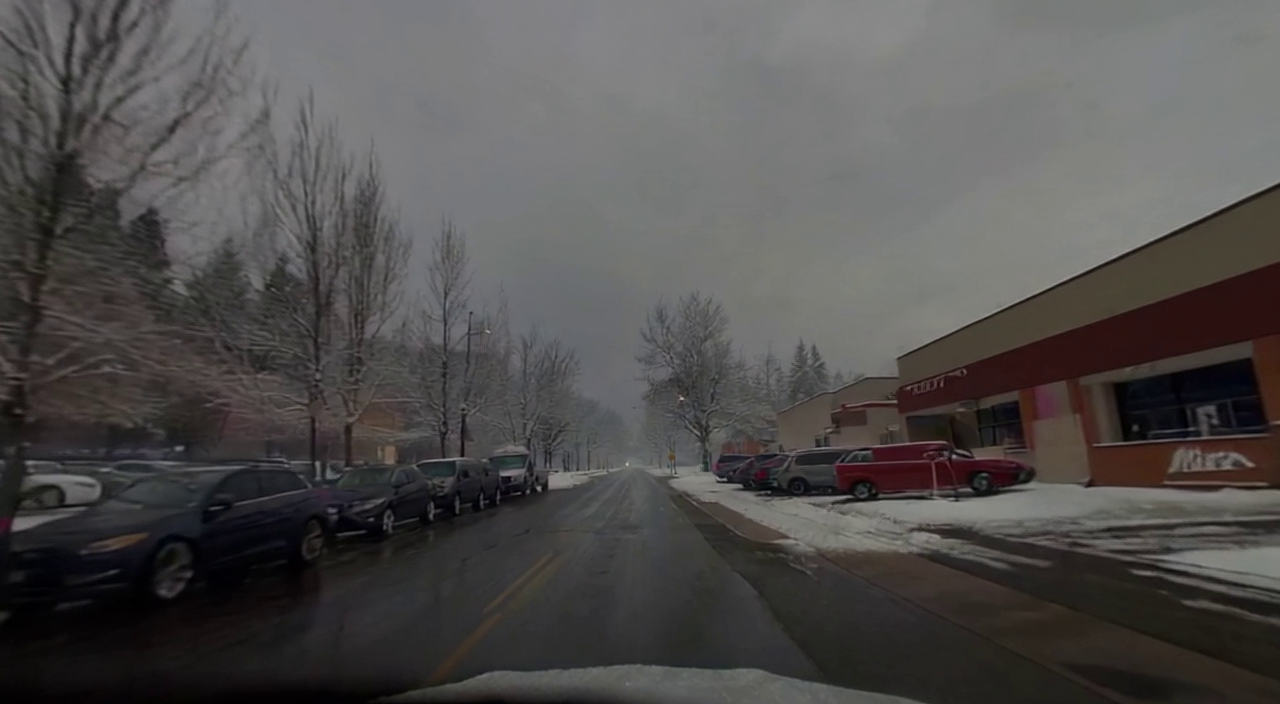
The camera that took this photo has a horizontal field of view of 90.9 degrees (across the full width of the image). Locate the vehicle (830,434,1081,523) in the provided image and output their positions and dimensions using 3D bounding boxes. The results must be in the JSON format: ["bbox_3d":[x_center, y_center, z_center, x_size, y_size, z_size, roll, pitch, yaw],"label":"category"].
[{"bbox_3d":[6.414,2.639,13.233,4.193,1.665,1.924,1,-11,-1],"label":"vehicle"}]

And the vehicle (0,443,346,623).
[{"bbox_3d":[-5.674,2.008,7.793,1.939,1.565,4.185,0,-11,1],"label":"vehicle"}]
